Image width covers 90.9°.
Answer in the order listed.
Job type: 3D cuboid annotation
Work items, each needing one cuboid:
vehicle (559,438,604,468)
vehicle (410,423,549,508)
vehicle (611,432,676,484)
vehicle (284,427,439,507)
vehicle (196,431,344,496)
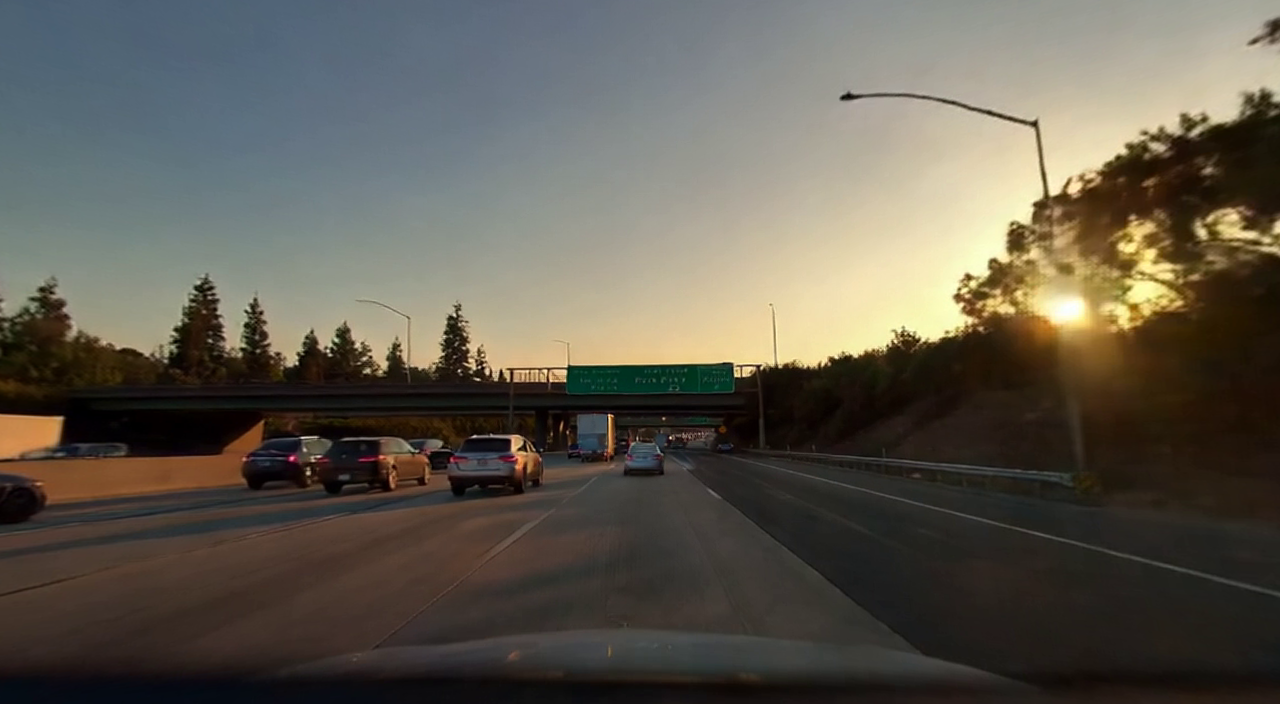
[{"bbox_3d":[-3.528,6.161,38.709,2.243,1.683,4.178,0,-8,1],"label":"vehicle"},{"bbox_3d":[-3.726,2.744,15.667,2.125,1.792,4.466,0,-8,2],"label":"vehicle"},{"bbox_3d":[0.162,3.848,23.180,2.180,1.716,3.920,0,-8,1],"label":"vehicle"},{"bbox_3d":[-6.947,2.896,16.345,1.998,1.770,4.222,0,-8,1],"label":"vehicle"},{"bbox_3d":[-11.123,3.369,19.399,1.871,1.747,4.342,0,-8,1],"label":"vehicle"}]
